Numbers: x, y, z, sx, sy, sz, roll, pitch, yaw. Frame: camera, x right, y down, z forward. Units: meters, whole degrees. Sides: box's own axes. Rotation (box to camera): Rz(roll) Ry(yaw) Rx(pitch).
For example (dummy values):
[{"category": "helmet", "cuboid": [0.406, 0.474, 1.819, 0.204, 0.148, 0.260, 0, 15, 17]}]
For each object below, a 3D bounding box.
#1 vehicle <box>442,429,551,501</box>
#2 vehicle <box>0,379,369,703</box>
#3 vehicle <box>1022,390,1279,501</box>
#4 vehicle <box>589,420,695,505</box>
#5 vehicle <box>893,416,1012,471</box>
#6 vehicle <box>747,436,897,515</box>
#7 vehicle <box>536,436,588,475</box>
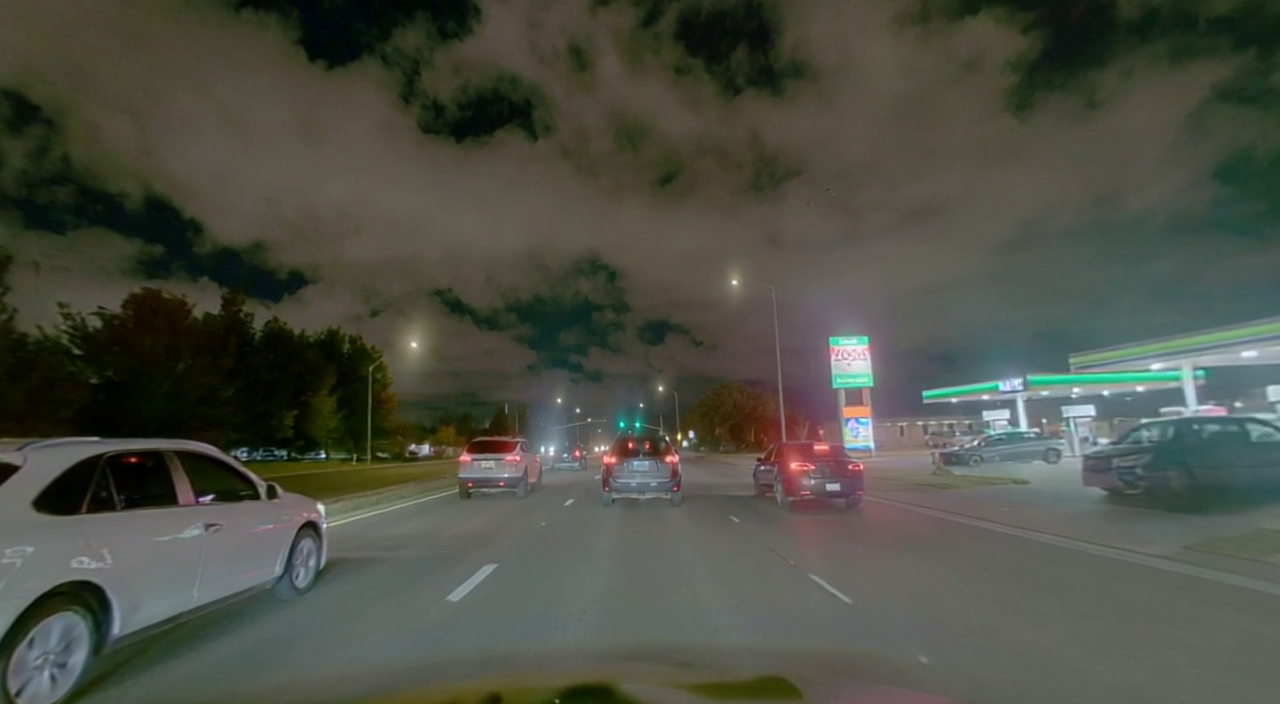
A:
[{"category": "vehicle", "cuboid": [-3.705, 2.982, 17.095, 1.932, 1.695, 4.150, 0, -8, 1]}, {"category": "vehicle", "cuboid": [-3.607, 1.136, 4.173, 1.864, 1.574, 4.031, 0, -8, -1]}, {"category": "vehicle", "cuboid": [11.659, 1.932, 13.046, 5.966, 1.991, 2.353, -9, -11, 40]}, {"category": "vehicle", "cuboid": [0.021, 2.689, 15.758, 2.279, 1.803, 4.254, 0, -8, 0]}, {"category": "vehicle", "cuboid": [11.902, 3.553, 24.484, 2.102, 1.887, 4.673, 0, -8, -1]}, {"category": "vehicle", "cuboid": [3.779, 2.635, 14.089, 1.888, 1.456, 4.589, 0, -8, -2]}, {"category": "vehicle", "cuboid": [-3.597, 4.846, 29.804, 1.871, 1.673, 3.920, 0, -8, 1]}]
